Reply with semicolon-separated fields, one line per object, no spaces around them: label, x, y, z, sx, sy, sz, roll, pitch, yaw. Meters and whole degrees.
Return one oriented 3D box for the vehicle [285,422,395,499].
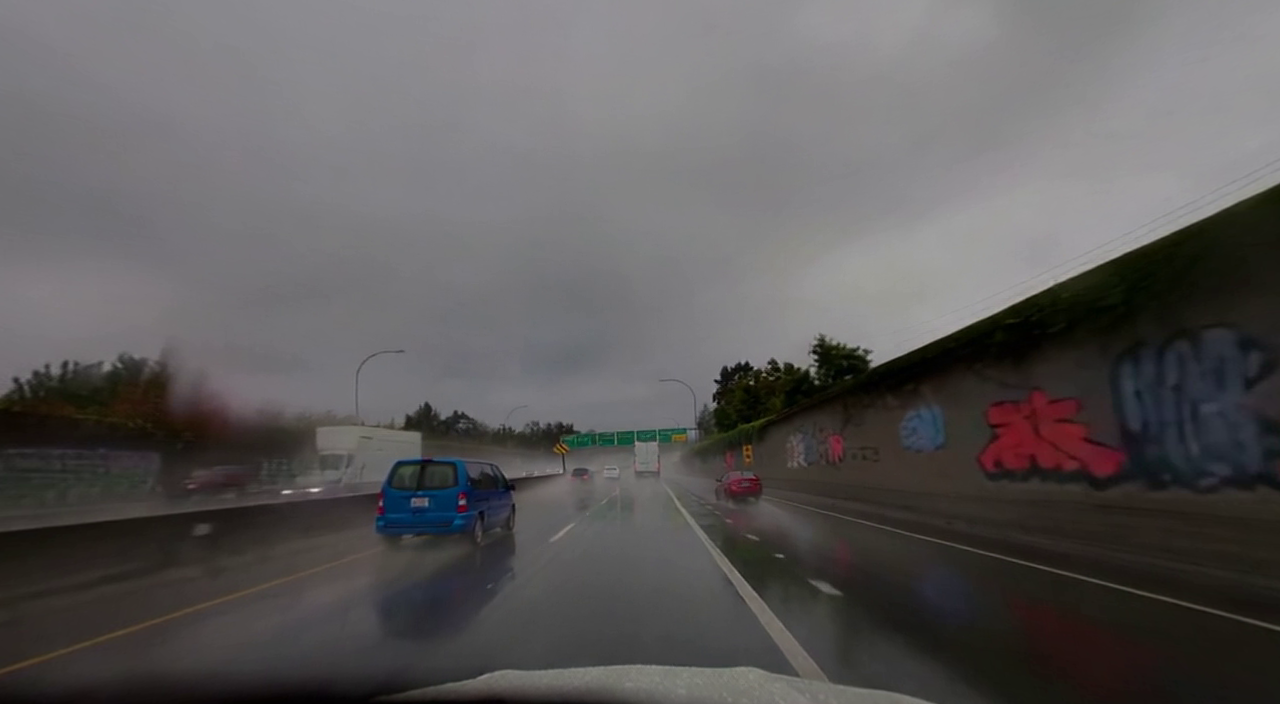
vehicle;-16.744;6.169;35.736;3.036;3.971;5.894;0;-10;0

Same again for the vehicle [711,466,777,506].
vehicle;4.146;5.415;25.717;1.917;1.458;4.199;1;-10;-1

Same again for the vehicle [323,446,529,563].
vehicle;-3.415;2.566;11.187;2.004;1.610;4.508;0;-10;1

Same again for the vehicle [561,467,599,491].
vehicle;-3.891;8.337;41.580;2.054;1.443;4.131;0;-10;0
